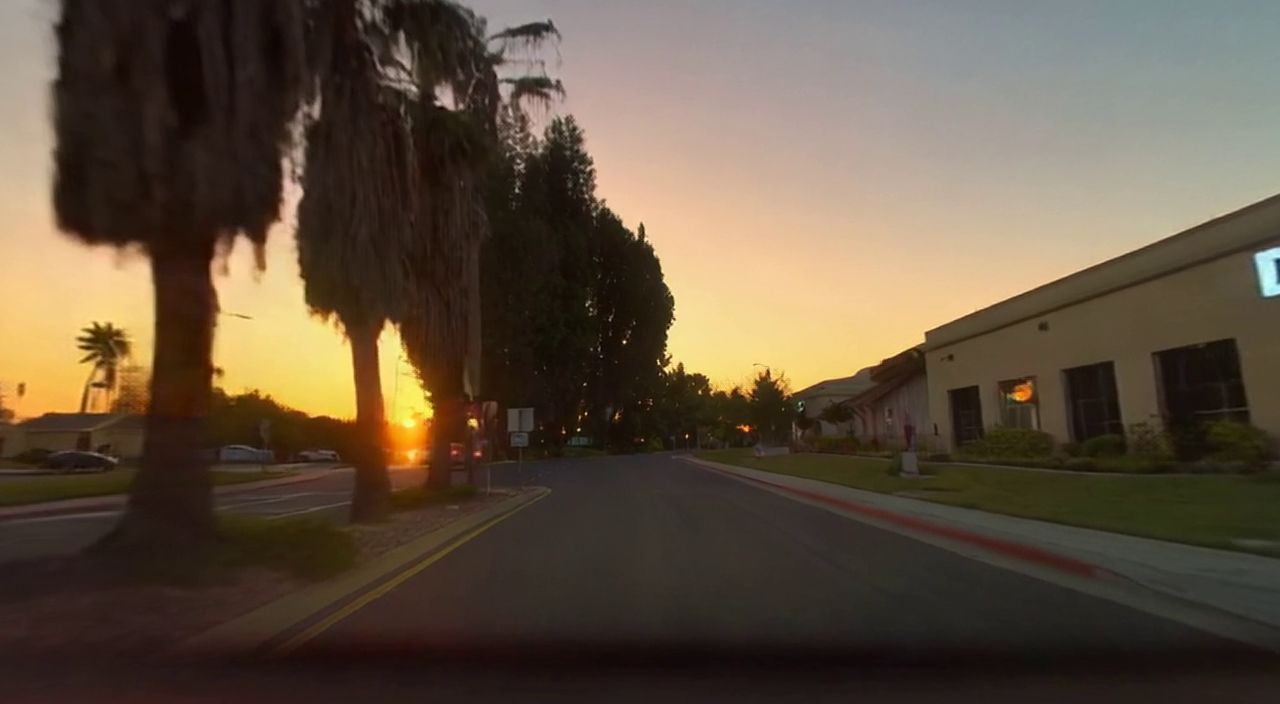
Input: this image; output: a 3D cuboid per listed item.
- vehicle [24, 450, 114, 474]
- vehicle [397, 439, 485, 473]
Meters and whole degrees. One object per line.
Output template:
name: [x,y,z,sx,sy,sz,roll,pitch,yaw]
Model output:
vehicle: [-37.823,7.270,42.049,1.919,1.502,4.695,1,-9,-6]
vehicle: [-11.661,6.070,37.037,4.651,1.863,2.174,-5,-10,27]
